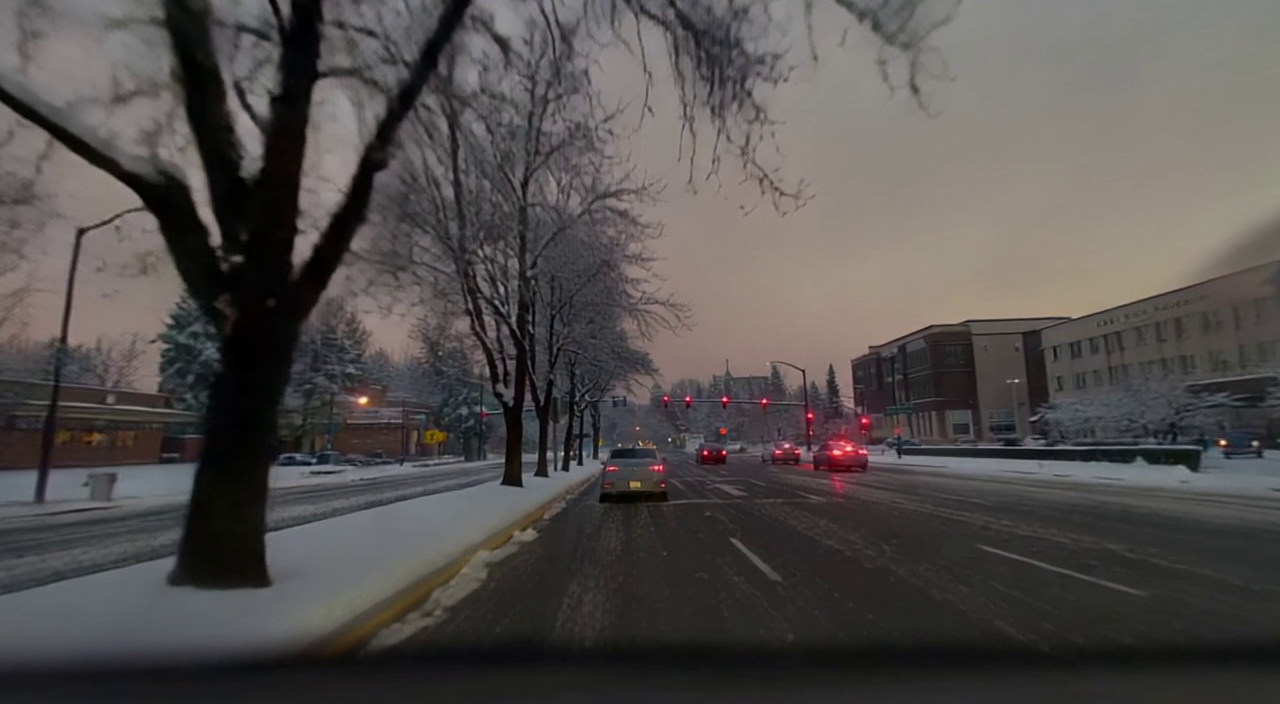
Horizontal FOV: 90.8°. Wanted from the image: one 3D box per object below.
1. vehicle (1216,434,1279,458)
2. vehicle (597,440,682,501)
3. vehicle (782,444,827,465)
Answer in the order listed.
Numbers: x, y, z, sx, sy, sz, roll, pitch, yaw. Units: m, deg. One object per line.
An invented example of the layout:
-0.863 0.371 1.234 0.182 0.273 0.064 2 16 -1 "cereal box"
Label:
40.371 6.233 41.884 3.834 1.470 1.910 4 -10 -28 "vehicle"
-0.044 3.208 17.547 2.064 1.477 3.968 0 -9 -1 "vehicle"
12.422 7.756 48.067 2.059 1.482 4.568 0 -9 -1 "vehicle"
